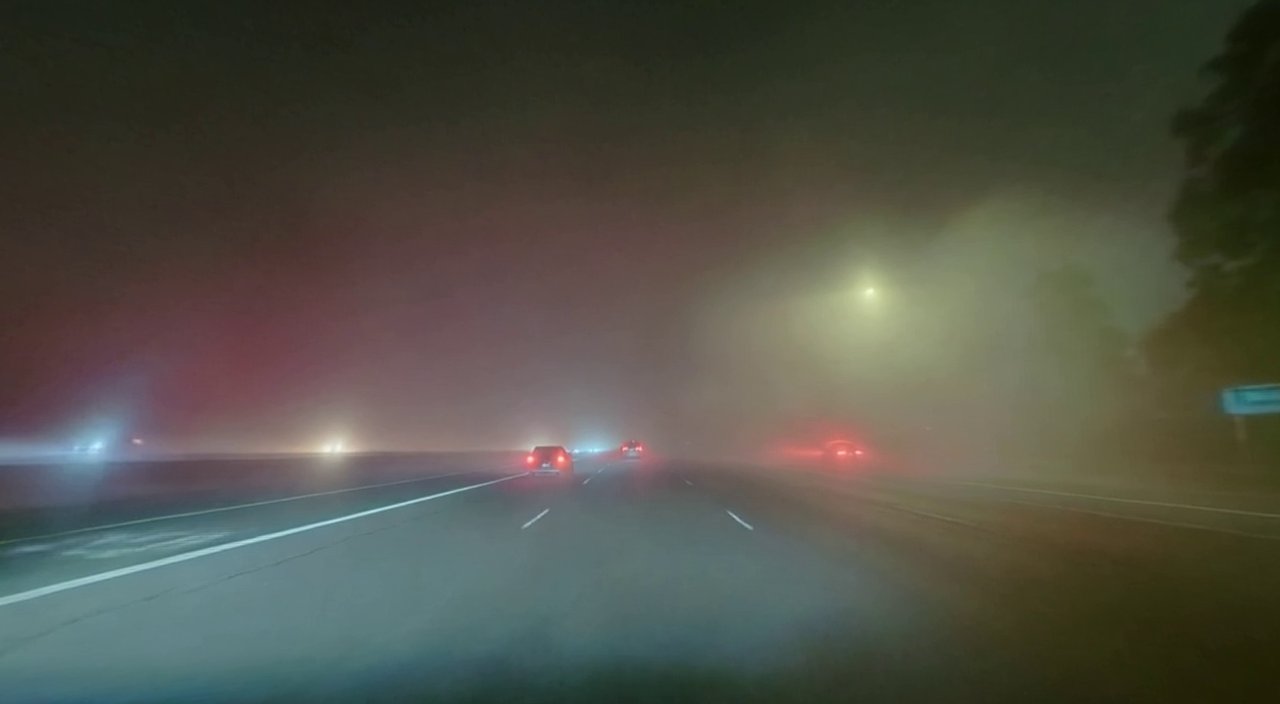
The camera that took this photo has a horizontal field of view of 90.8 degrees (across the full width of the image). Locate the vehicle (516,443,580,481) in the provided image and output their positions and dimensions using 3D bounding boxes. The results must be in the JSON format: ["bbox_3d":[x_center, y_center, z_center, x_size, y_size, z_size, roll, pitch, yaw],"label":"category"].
[{"bbox_3d":[-4.034,4.915,28.585,2.140,1.574,4.946,0,-8,0],"label":"vehicle"}]

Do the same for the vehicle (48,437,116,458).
[{"bbox_3d":[-39.451,6.763,44.751,1.604,1.424,3.530,0,-8,-1],"label":"vehicle"}]
